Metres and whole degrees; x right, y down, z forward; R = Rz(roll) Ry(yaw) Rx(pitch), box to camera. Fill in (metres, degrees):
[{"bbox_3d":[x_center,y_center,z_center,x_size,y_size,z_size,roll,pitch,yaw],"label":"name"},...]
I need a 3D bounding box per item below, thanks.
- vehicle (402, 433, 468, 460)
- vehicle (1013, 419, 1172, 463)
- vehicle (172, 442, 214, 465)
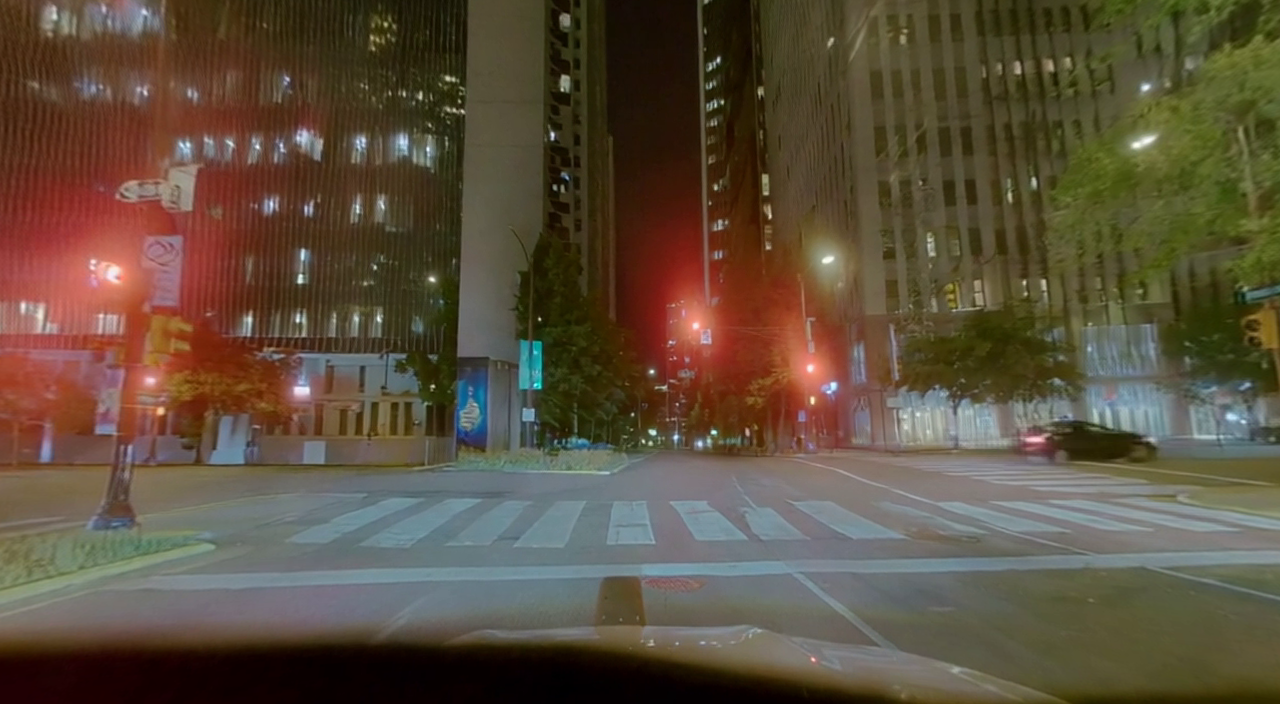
[{"bbox_3d":[-12.389,5.770,38.567,1.964,1.476,4.593,-2,-9,8],"label":"vehicle"},{"bbox_3d":[16.158,3.199,22.681,4.482,1.492,1.805,1,-9,-7],"label":"vehicle"},{"bbox_3d":[-35.060,7.944,49.650,2.084,1.750,4.426,4,-9,-28],"label":"vehicle"}]
